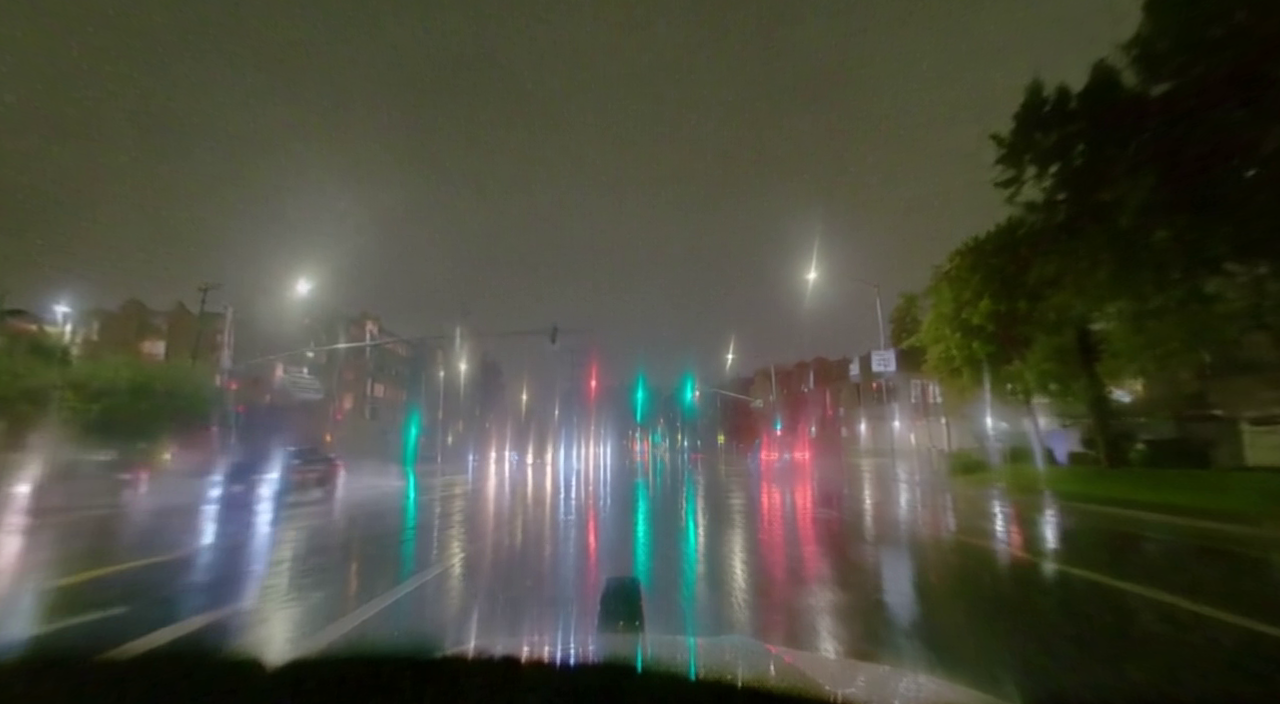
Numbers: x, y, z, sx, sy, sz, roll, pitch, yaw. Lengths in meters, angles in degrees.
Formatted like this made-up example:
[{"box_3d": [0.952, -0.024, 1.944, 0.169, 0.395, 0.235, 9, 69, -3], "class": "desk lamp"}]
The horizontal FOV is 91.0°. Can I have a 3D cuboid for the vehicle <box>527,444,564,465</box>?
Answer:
[{"box_3d": [-7.110, 7.750, 47.996, 1.986, 1.481, 4.602, 0, -8, 1], "class": "vehicle"}]

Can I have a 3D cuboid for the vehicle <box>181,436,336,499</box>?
[{"box_3d": [-11.649, 3.516, 19.667, 2.098, 1.704, 4.313, 1, -8, 0], "class": "vehicle"}]

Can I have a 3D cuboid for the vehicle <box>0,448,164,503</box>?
[{"box_3d": [-18.282, 3.891, 20.406, 1.901, 1.513, 4.795, 1, -8, 1], "class": "vehicle"}]

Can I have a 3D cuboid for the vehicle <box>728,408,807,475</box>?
[{"box_3d": [6.767, 4.915, 34.610, 2.802, 3.208, 7.459, 1, -8, 0], "class": "vehicle"}]
